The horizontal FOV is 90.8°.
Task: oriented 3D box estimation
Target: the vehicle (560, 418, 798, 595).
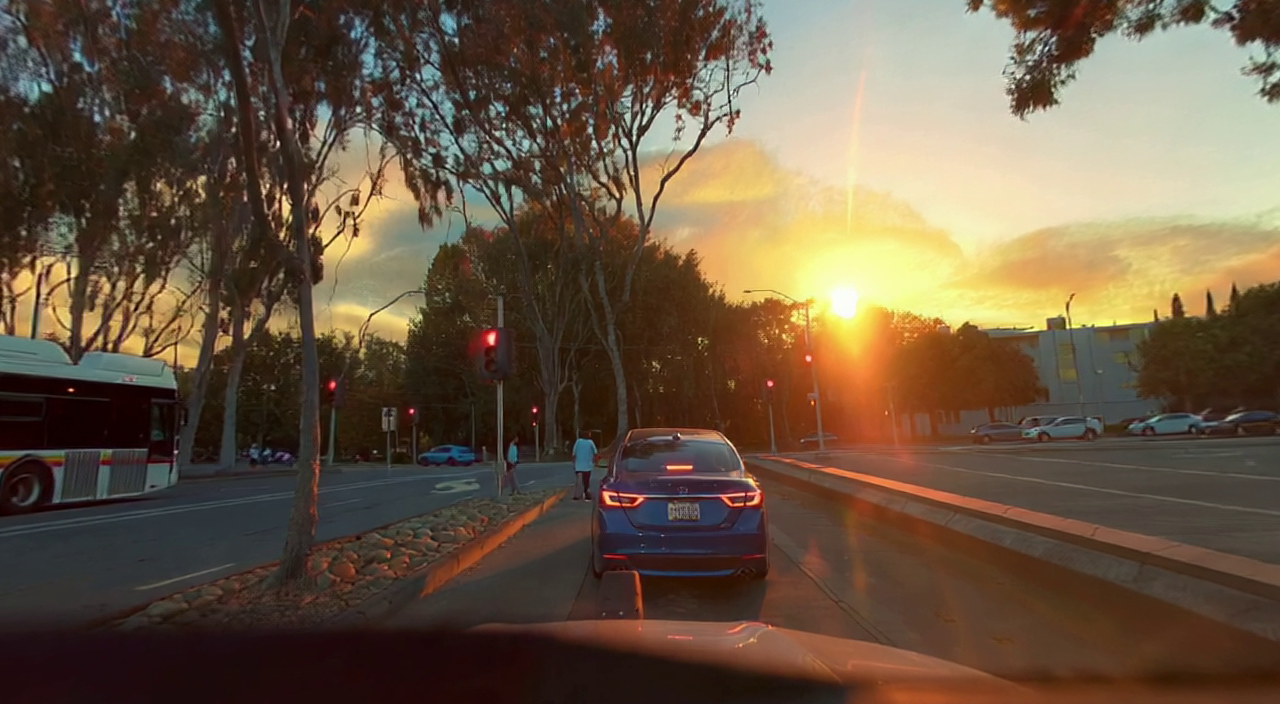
[{"bbox_3d":[0.371,1.612,7.393,2.035,1.499,3.799,0,-8,1],"label":"vehicle"}]
